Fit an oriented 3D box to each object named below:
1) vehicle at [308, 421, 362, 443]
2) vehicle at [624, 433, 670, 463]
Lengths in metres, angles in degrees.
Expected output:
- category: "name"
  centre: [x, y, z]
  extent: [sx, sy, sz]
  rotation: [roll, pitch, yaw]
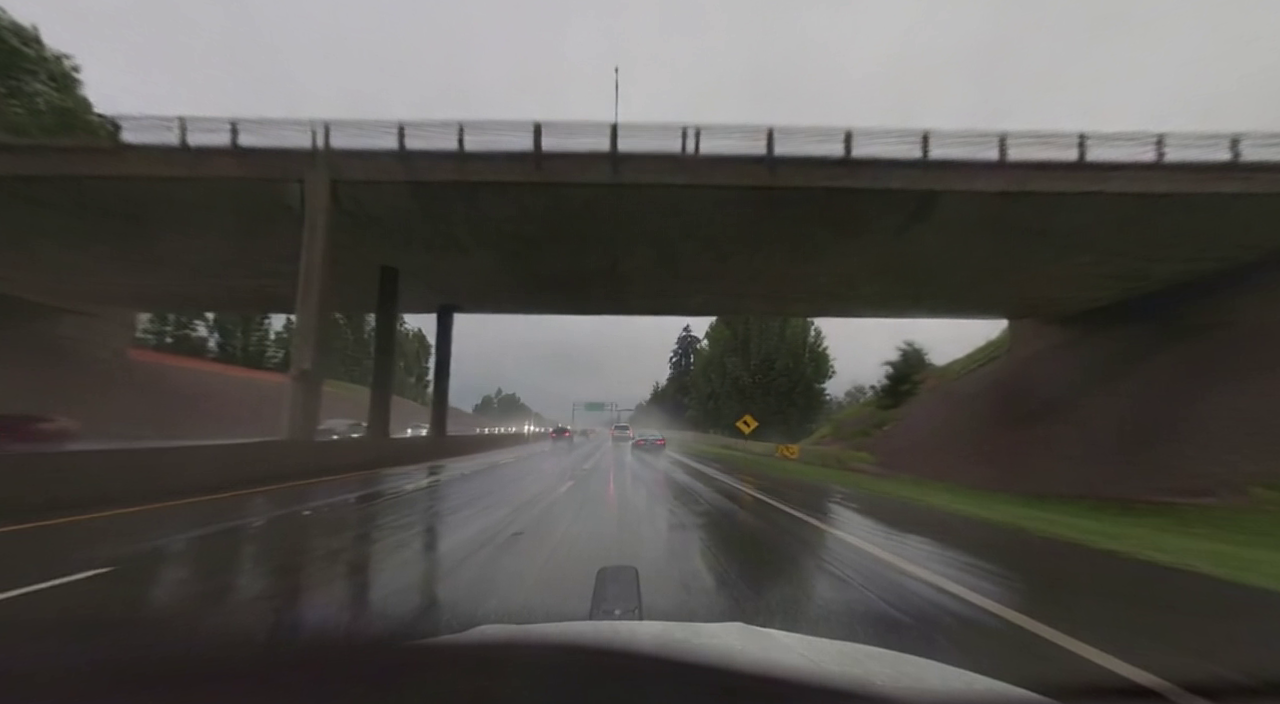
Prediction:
- category: "vehicle"
  centre: [-21.924, 5.790, 45.373]
  extent: [1.859, 1.480, 4.314]
  rotation: [0, -8, -3]
- category: "vehicle"
  centre: [0.264, 4.536, 30.044]
  extent: [1.999, 1.329, 3.913]
  rotation: [0, -8, -2]
